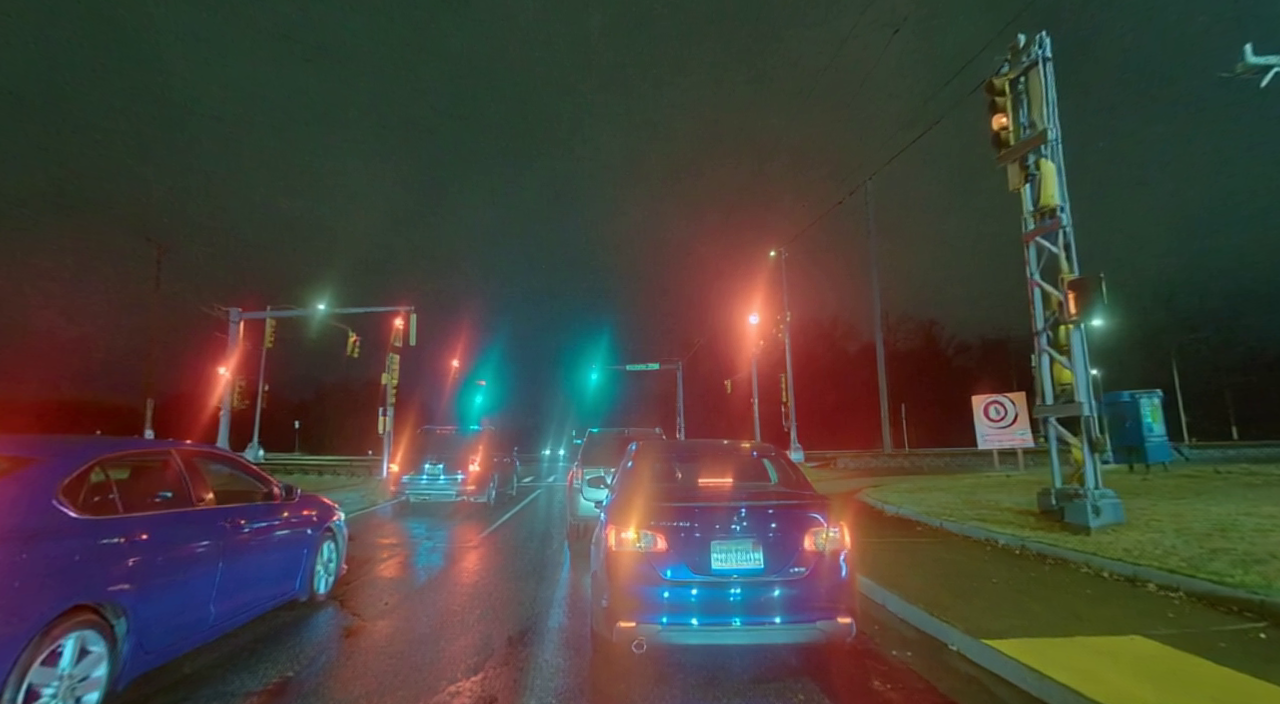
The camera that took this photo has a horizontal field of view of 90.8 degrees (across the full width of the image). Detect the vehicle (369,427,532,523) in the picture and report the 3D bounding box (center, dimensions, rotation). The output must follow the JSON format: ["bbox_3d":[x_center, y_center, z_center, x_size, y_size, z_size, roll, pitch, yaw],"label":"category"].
[{"bbox_3d":[-3.357,2.260,12.086,1.984,1.505,3.982,0,-9,-2],"label":"vehicle"}]

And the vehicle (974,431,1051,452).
[{"bbox_3d":[27.473,6.607,46.667,4.453,1.476,1.887,0,-9,0],"label":"vehicle"}]

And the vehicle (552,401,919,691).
[{"bbox_3d":[0.405,1.337,5.460,1.998,1.529,3.960,1,-9,-4],"label":"vehicle"}]

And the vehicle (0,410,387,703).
[{"bbox_3d":[-3.710,1.251,4.453,1.956,1.468,4.585,0,-9,0],"label":"vehicle"}]
